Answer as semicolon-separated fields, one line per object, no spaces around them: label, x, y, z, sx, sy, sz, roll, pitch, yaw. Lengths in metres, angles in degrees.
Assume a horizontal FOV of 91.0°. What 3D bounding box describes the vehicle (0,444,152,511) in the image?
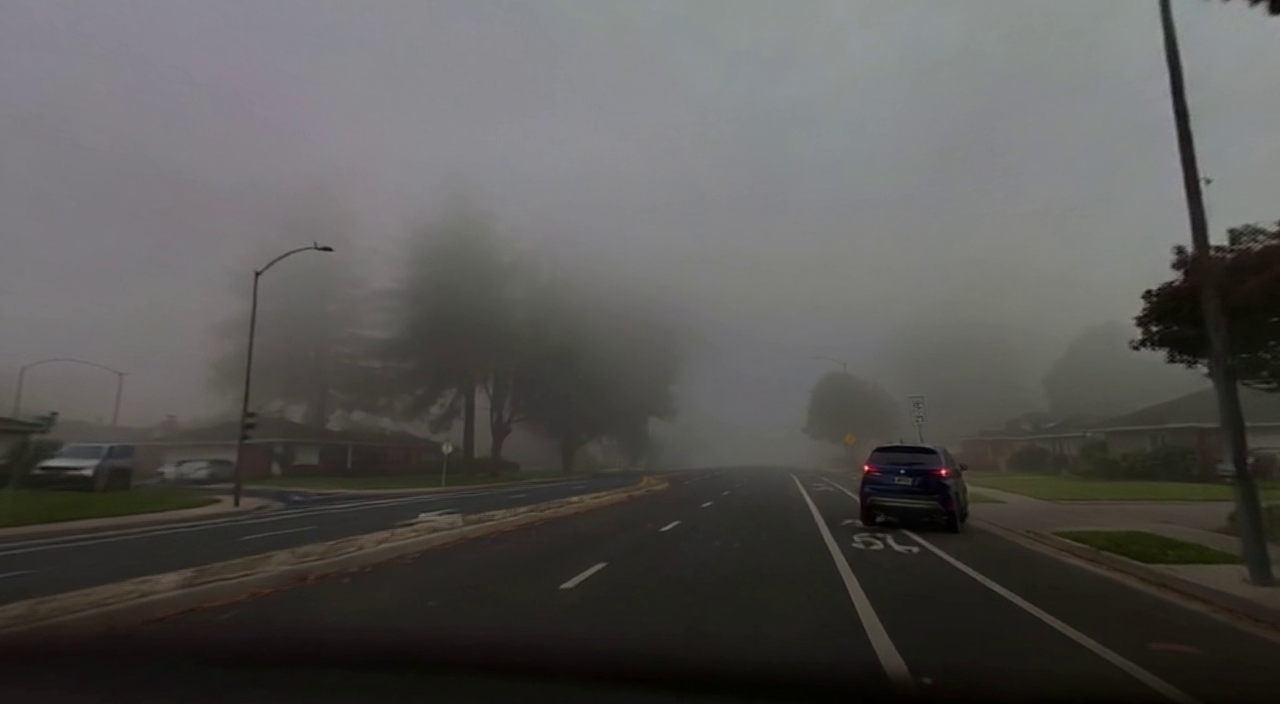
vehicle;-25.340;5.504;28.073;2.329;2.631;5.560;-2;-9;5

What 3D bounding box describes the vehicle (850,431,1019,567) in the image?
vehicle;5.169;2.284;10.687;2.018;1.733;4.546;-5;-10;31

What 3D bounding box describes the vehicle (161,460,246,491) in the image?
vehicle;-28.646;8.117;41.494;1.918;1.796;4.703;-1;-9;6
